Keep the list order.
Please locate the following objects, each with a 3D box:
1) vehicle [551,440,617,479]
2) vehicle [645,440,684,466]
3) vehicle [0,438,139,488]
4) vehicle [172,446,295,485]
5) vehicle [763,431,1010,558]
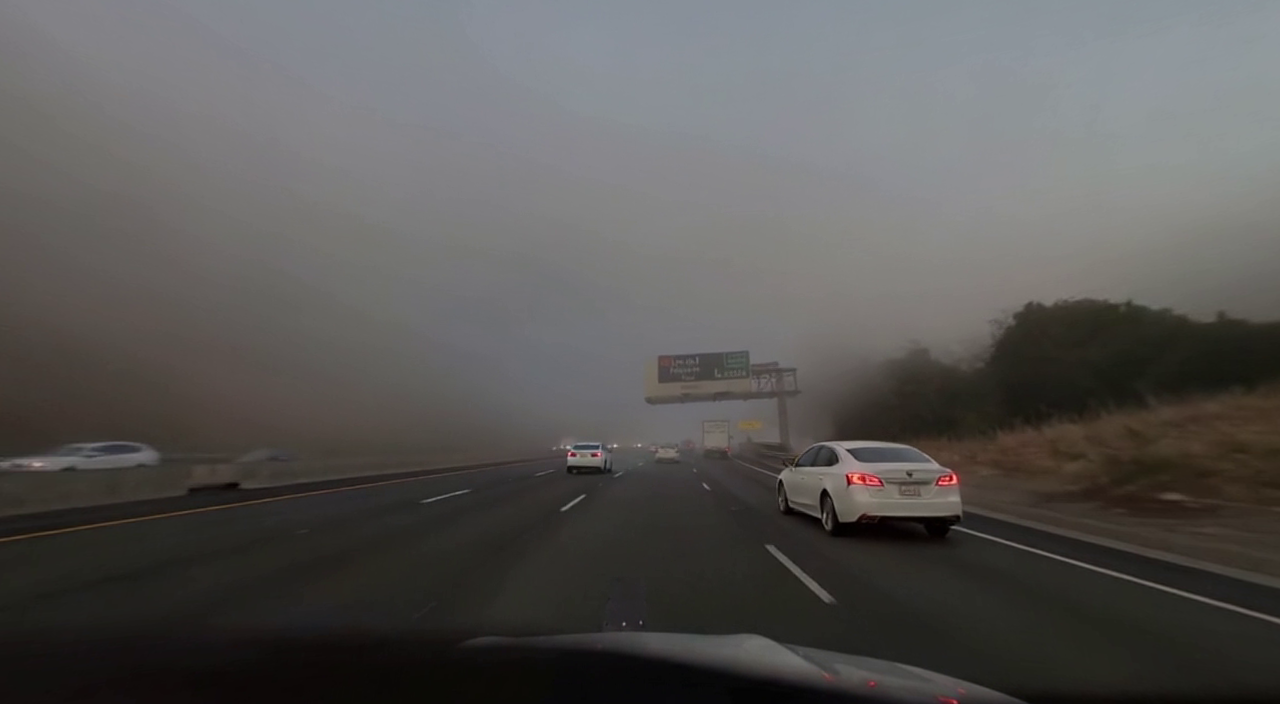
[{"bbox_3d":[-2.232,4.455,26.467,2.031,1.491,4.792,-1,-8,4],"label":"vehicle"},{"bbox_3d":[1.524,6.115,38.197,2.202,1.467,3.929,-1,-8,4],"label":"vehicle"},{"bbox_3d":[-19.810,3.722,21.512,1.789,1.520,4.258,-1,-8,3],"label":"vehicle"},{"bbox_3d":[-16.414,4.593,25.807,1.880,1.422,4.410,-1,-8,4],"label":"vehicle"},{"bbox_3d":[3.307,1.987,9.575,2.013,1.464,4.317,0,-8,0],"label":"vehicle"}]
